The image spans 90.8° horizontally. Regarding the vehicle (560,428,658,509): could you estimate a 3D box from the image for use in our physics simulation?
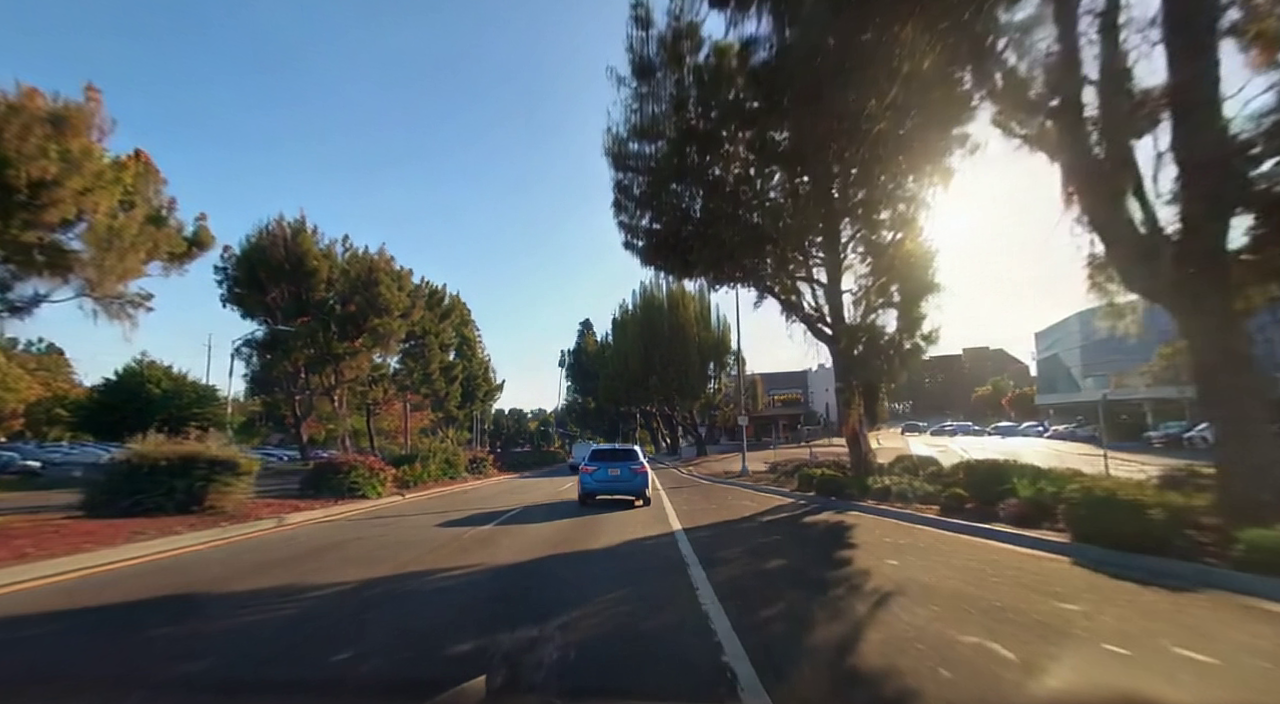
[{"bbox_3d":[-0.680,2.897,16.042,2.131,1.761,4.242,0,-9,0],"label":"vehicle"}]
